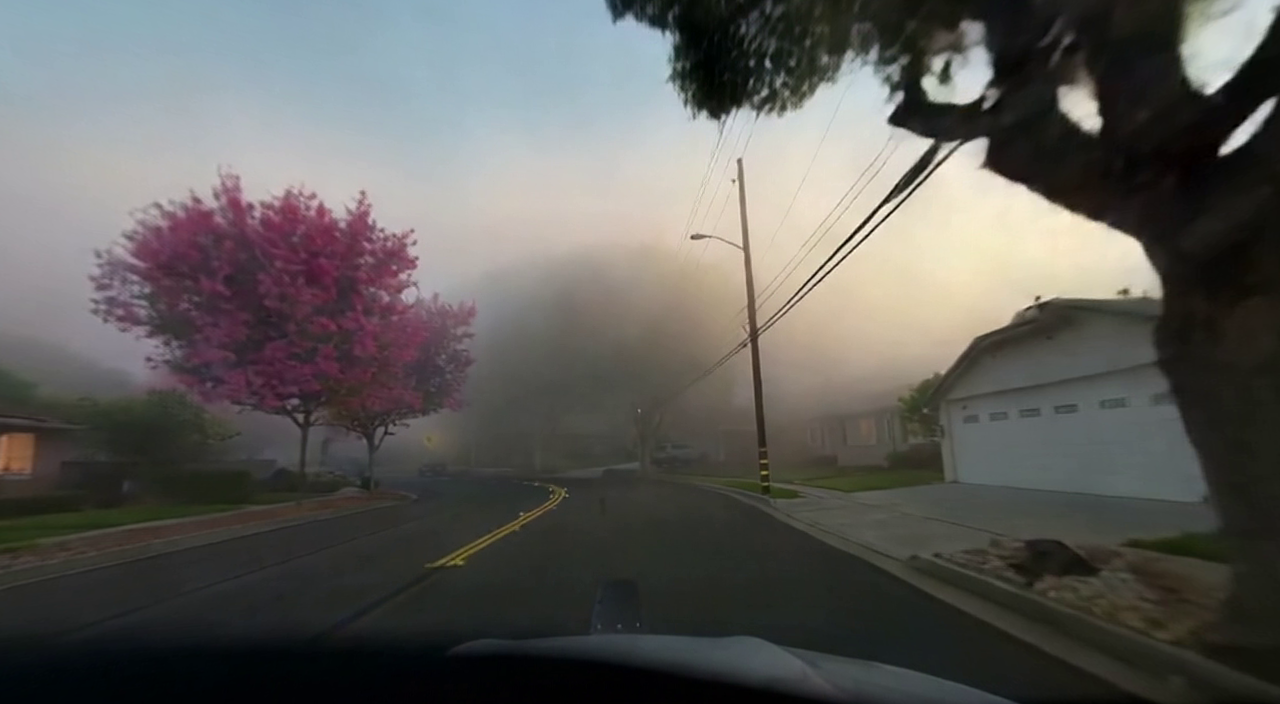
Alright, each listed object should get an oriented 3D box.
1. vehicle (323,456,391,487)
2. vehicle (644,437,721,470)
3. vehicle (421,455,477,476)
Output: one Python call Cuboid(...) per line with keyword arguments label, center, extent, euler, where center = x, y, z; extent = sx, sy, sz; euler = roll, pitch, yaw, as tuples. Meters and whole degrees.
Cuboid(label="vehicle", center=(-17.227, 7.214, 38.389), extent=(3.897, 1.493, 1.942), euler=(-3, -6, 34))
Cuboid(label="vehicle", center=(2.736, 6.474, 40.514), extent=(4.459, 1.738, 1.930), euler=(0, -8, -28))
Cuboid(label="vehicle", center=(-14.627, 8.649, 48.355), extent=(4.019, 1.484, 1.978), euler=(-6, -10, 33))
